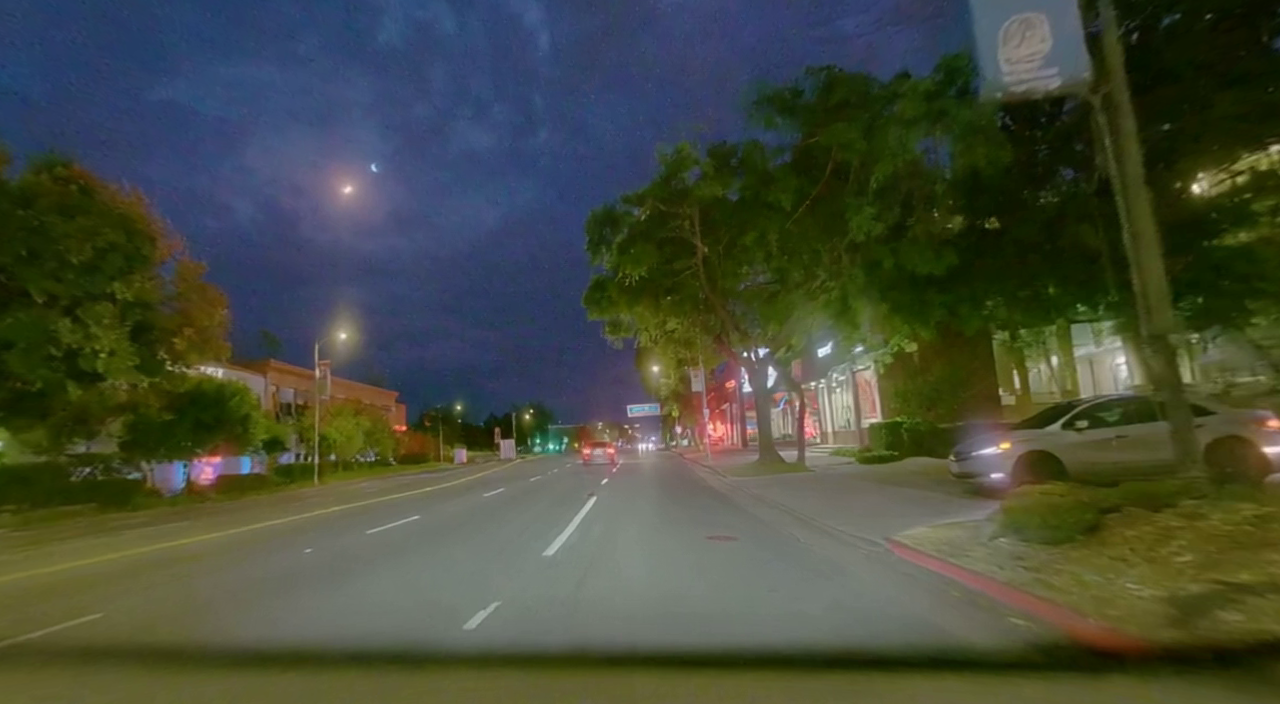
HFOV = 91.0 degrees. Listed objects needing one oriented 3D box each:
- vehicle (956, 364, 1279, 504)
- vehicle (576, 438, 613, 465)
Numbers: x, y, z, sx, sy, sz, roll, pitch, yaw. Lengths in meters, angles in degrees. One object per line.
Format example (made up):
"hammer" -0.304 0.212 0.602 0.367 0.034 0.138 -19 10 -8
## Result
"vehicle" 8.009 1.240 9.488 5.276 1.850 2.173 0 -8 1
"vehicle" -3.059 6.812 43.132 2.235 1.719 4.292 -1 -8 1
